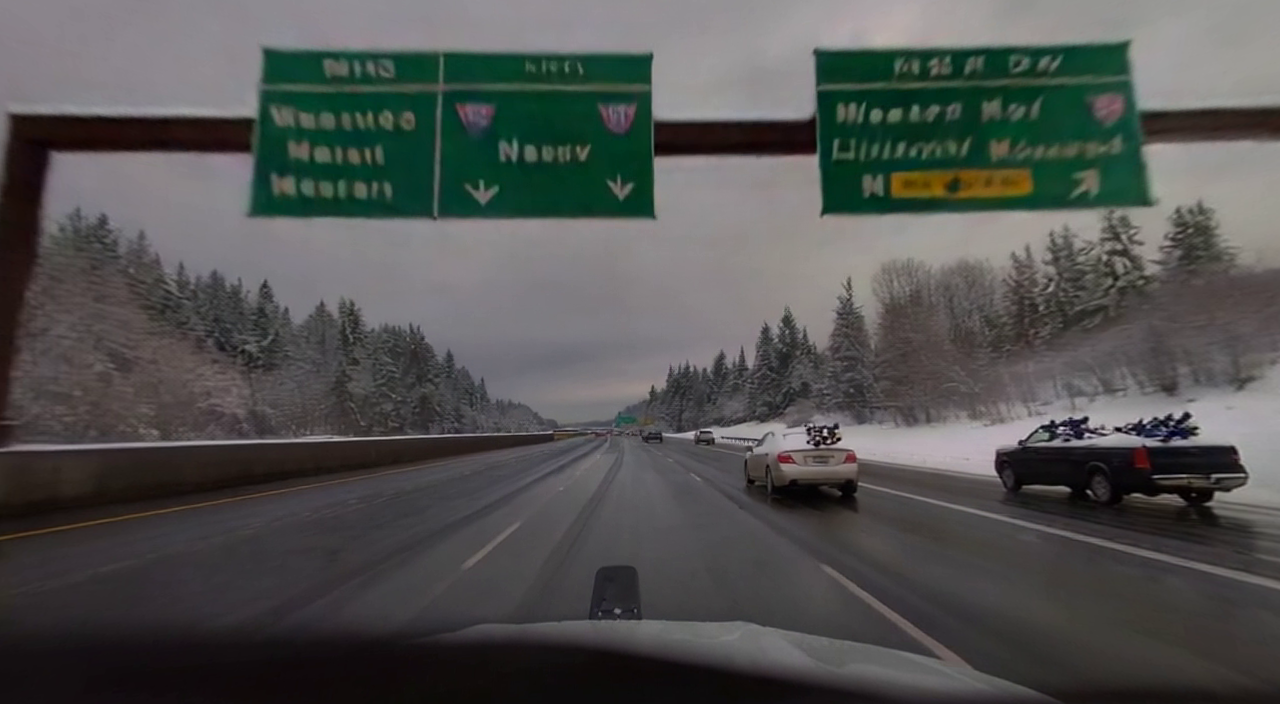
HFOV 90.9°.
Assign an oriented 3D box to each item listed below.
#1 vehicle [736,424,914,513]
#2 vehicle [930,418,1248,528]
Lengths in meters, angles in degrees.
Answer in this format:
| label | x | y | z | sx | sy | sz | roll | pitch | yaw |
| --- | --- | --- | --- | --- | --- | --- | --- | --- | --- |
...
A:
| label | x | y | z | sx | sy | sz | roll | pitch | yaw |
| --- | --- | --- | --- | --- | --- | --- | --- | --- | --- |
| vehicle | 3.413 | 2.225 | 12.712 | 2.094 | 1.441 | 4.568 | 0 | -8 | -2 |
| vehicle | 7.323 | 1.988 | 11.134 | 2.034 | 1.511 | 4.785 | 0 | -8 | -1 |
